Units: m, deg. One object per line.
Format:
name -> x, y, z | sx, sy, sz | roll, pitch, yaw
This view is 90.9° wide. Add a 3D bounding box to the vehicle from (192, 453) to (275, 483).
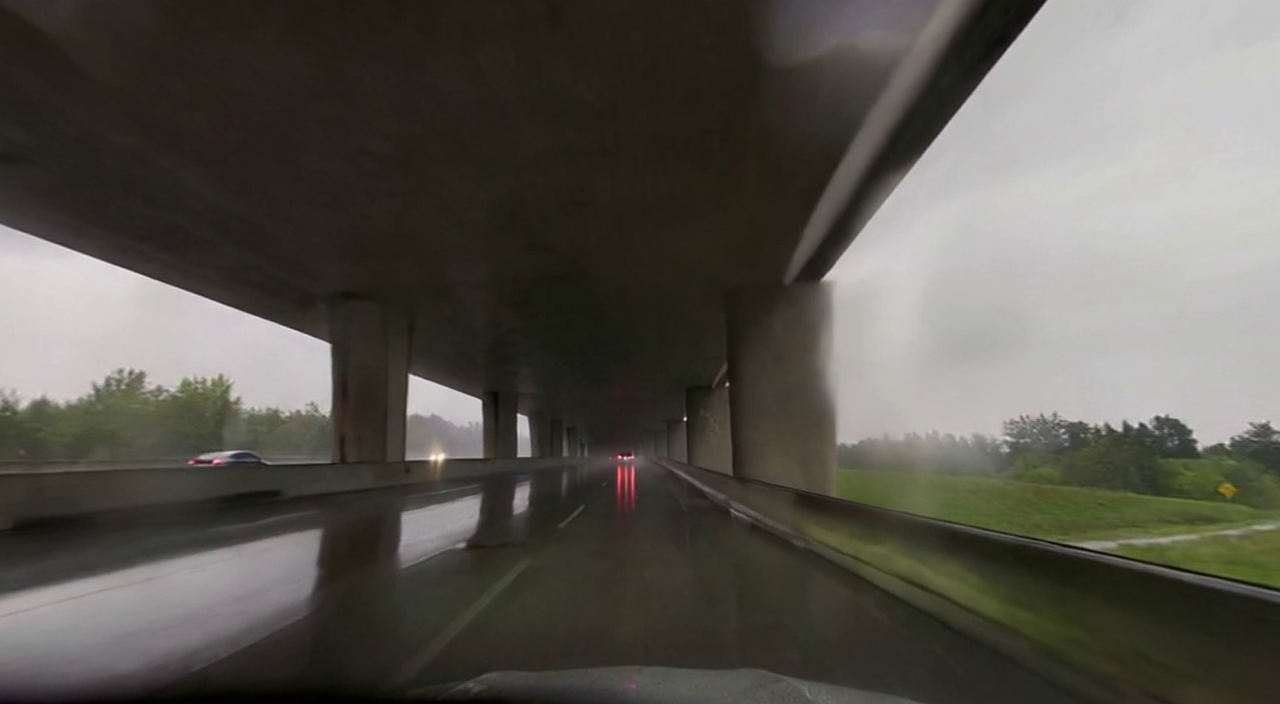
vehicle -> -24.003, 6.828, 37.437 | 1.817, 1.626, 4.551 | 0, -9, 1
